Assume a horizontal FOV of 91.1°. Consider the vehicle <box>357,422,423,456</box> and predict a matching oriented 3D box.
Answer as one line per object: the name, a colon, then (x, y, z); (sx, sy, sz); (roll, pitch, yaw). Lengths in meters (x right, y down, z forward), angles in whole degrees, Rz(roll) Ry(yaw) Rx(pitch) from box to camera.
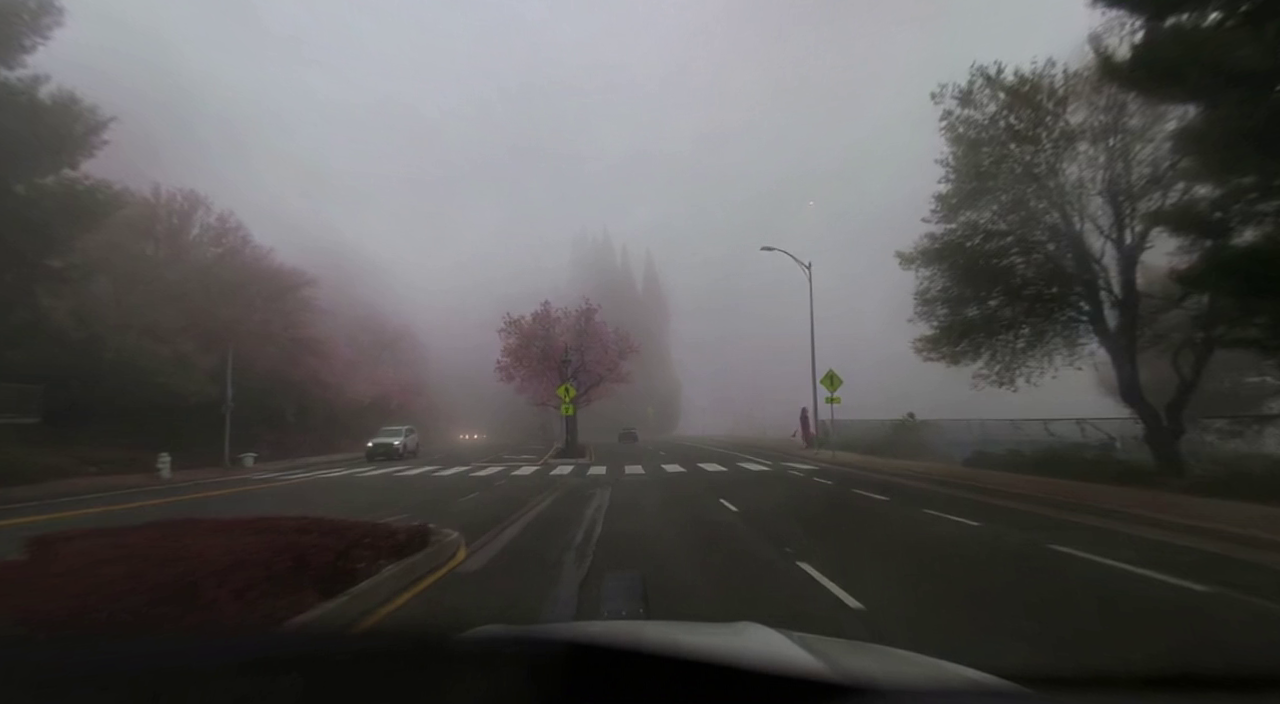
vehicle: (-14.991, 5.275, 37.962); (2.182, 1.933, 4.940); (0, -8, -3)
